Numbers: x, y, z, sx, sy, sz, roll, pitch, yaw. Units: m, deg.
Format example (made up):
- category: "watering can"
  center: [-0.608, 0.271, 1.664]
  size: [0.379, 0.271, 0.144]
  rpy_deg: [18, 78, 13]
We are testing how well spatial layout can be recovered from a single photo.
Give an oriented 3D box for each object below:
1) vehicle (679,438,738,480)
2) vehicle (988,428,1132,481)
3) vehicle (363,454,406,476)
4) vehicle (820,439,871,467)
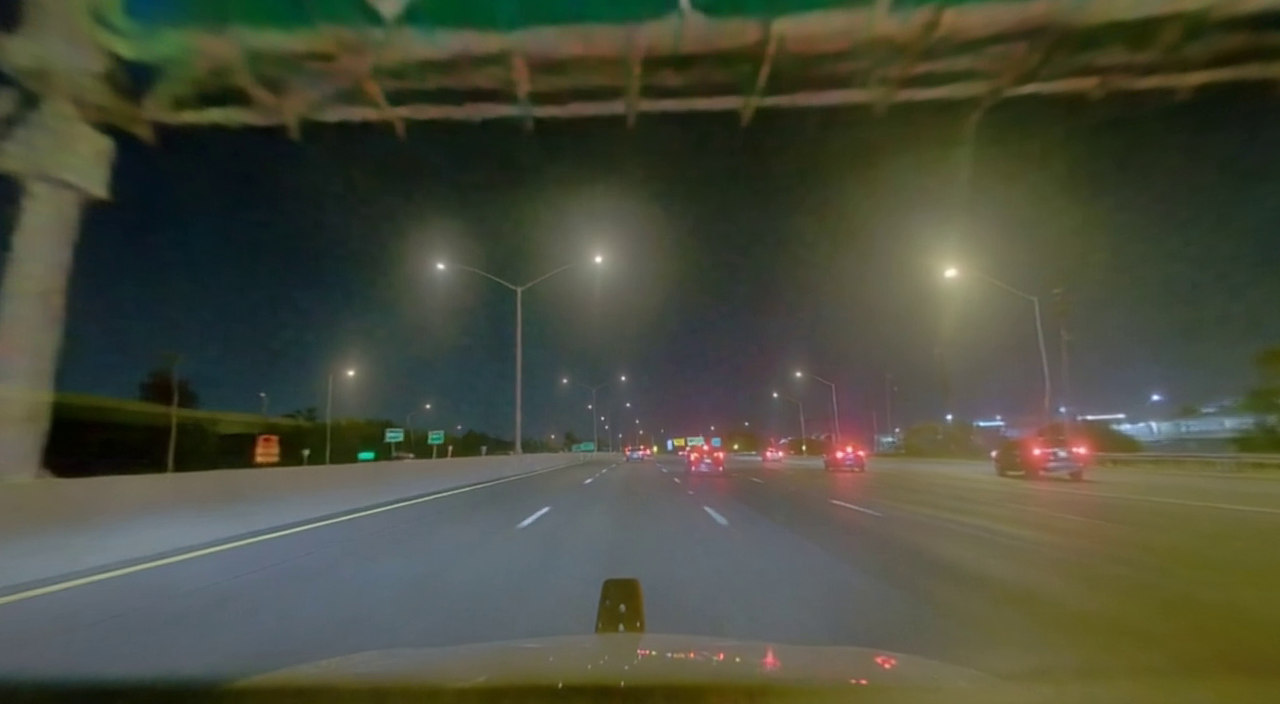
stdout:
- category: "vehicle"
  center: [2.877, 4.646, 27.614]
  size: [1.997, 1.638, 4.281]
  rpy_deg: [0, -9, -2]
- category: "vehicle"
  center: [16.973, 4.196, 26.027]
  size: [2.190, 1.911, 5.658]
  rpy_deg: [0, -9, 3]
- category: "vehicle"
  center: [-16.764, 7.413, 41.592]
  size: [1.480, 1.376, 3.328]
  rpy_deg: [-1, -9, 0]
- category: "vehicle"
  center: [14.021, 6.937, 43.468]
  size: [2.070, 1.782, 5.006]
  rpy_deg: [-1, -9, 3]
